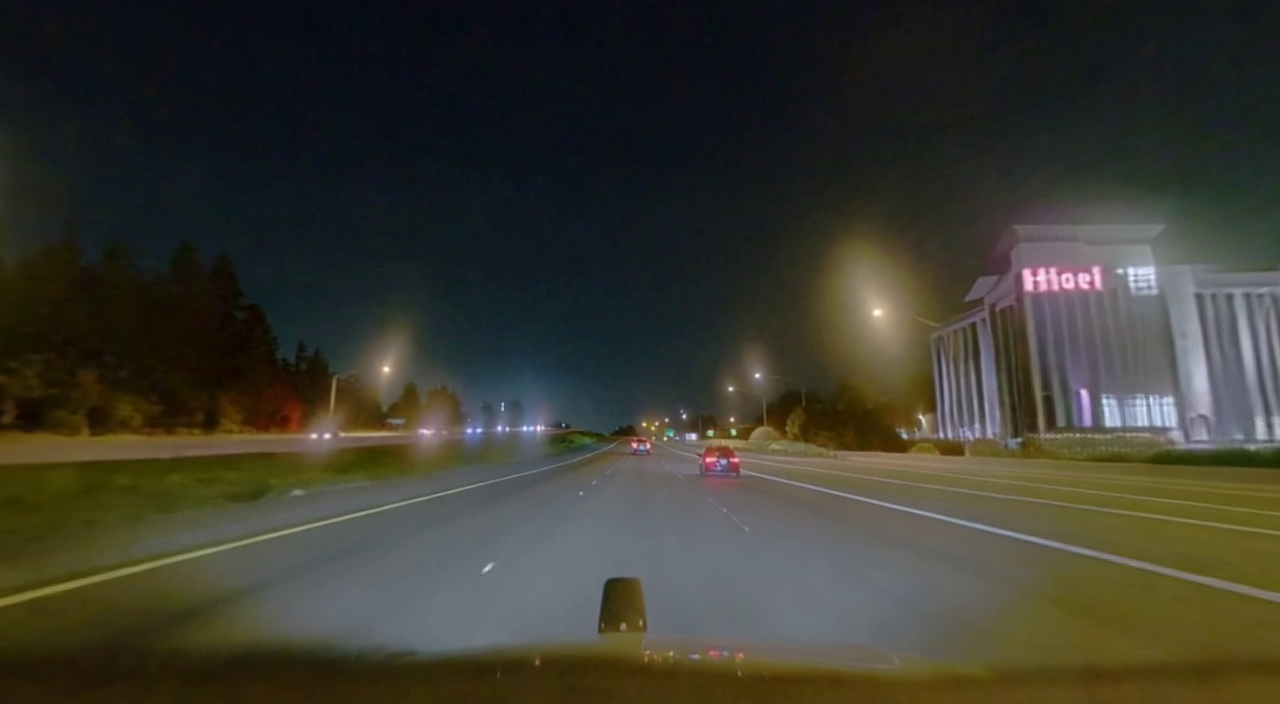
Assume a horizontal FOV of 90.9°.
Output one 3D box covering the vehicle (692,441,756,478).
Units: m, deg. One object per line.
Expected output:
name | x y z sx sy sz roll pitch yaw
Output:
vehicle | 3.541 4.633 27.437 2.069 1.431 4.313 0 -8 -2
